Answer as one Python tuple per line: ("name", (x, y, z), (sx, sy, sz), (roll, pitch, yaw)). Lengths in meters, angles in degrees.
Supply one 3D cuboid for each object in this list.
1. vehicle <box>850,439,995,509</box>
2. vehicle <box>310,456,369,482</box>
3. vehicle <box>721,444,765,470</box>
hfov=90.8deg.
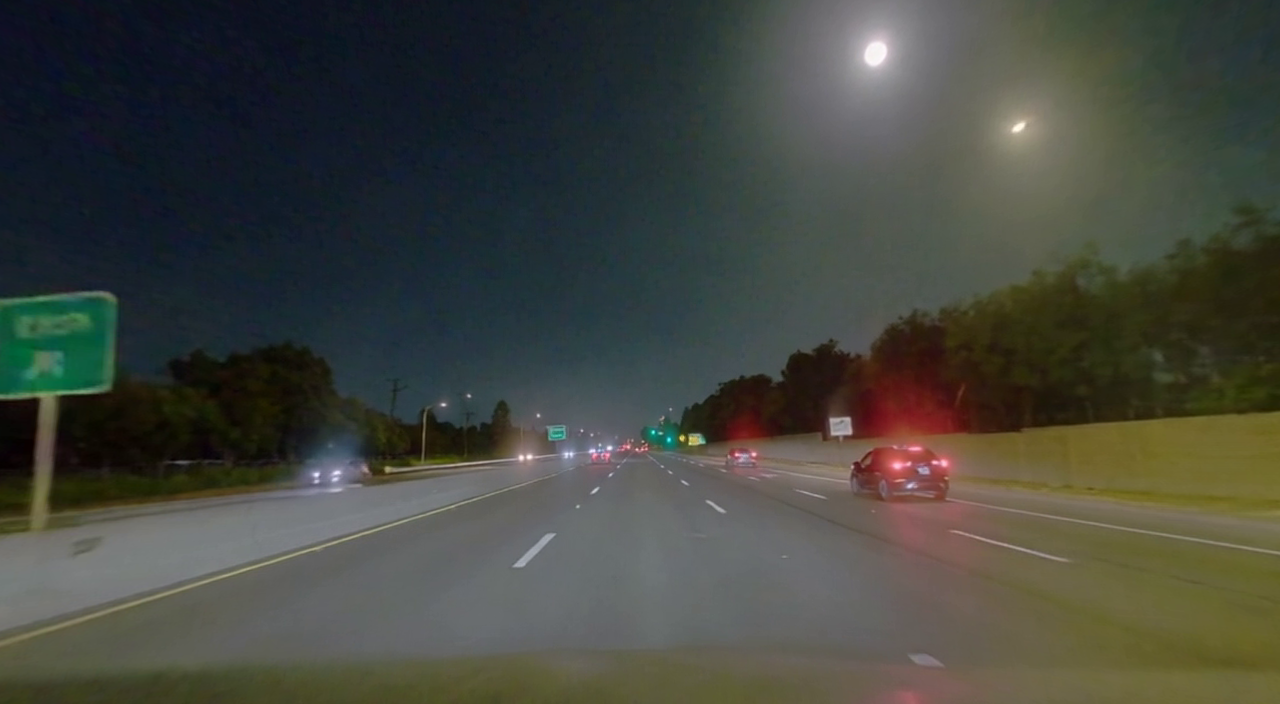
("vehicle", (6.834, 2.955, 15.750), (1.838, 1.518, 3.713), (0, -8, -1))
("vehicle", (-19.542, 7.628, 41.260), (1.797, 1.528, 3.941), (0, -8, 1))
("vehicle", (6.569, 6.745, 40.817), (1.987, 1.597, 4.463), (0, -8, -2))
